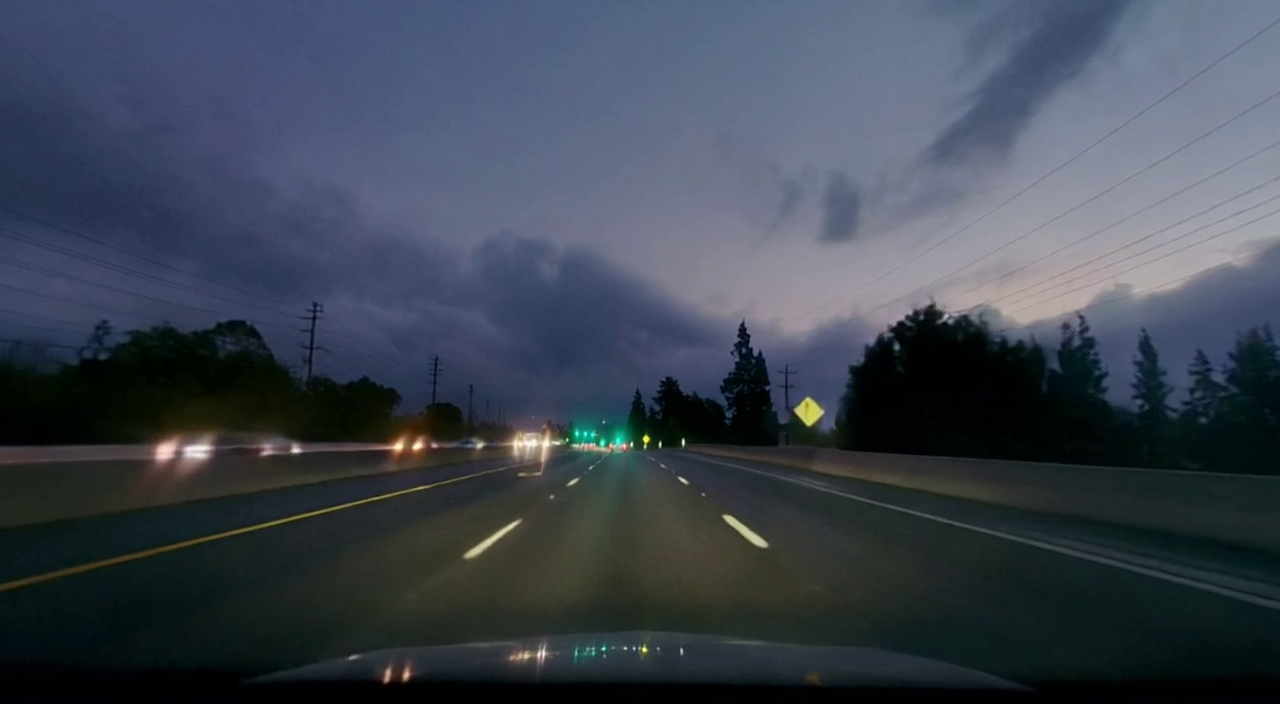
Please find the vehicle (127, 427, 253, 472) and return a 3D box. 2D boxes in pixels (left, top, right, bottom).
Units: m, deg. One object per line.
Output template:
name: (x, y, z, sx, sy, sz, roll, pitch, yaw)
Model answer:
vehicle: (-18.571, 4.054, 26.397, 1.965, 1.682, 4.576, 0, -8, -2)
